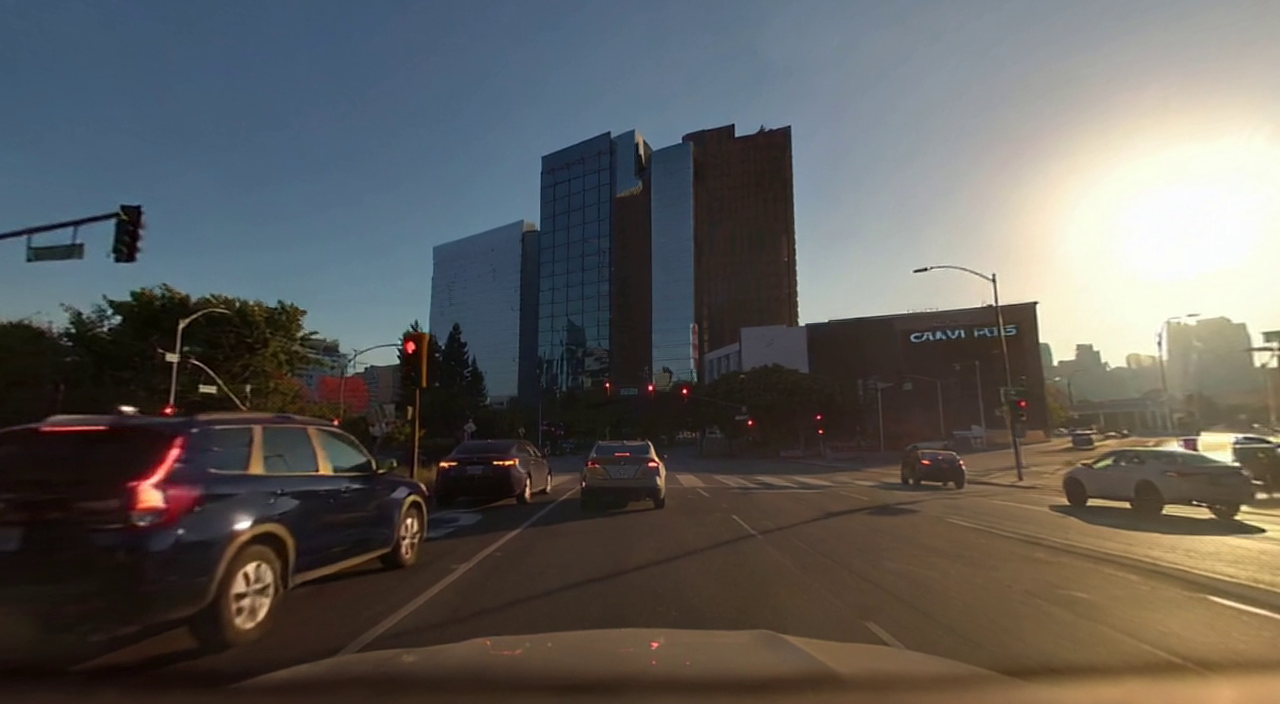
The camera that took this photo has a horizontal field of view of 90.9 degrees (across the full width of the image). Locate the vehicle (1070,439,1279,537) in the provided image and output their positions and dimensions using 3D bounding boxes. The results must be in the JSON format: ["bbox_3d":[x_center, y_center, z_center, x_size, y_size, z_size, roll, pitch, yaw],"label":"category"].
[{"bbox_3d":[10.591,2.408,11.887,1.936,1.474,4.331,0,-8,1],"label":"vehicle"}]

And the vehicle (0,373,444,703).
[{"bbox_3d":[-3.446,1.277,5.404,2.057,1.678,4.639,0,-8,0],"label":"vehicle"}]

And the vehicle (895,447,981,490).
[{"bbox_3d":[11.971,4.649,25.624,1.935,1.435,4.141,3,-8,7],"label":"vehicle"}]

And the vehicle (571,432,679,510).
[{"bbox_3d":[-0.310,2.582,14.122,2.059,1.477,3.988,0,-8,-1],"label":"vehicle"}]

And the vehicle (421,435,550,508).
[{"bbox_3d":[-3.473,2.766,15.082,1.939,1.474,4.327,0,-8,1],"label":"vehicle"}]
